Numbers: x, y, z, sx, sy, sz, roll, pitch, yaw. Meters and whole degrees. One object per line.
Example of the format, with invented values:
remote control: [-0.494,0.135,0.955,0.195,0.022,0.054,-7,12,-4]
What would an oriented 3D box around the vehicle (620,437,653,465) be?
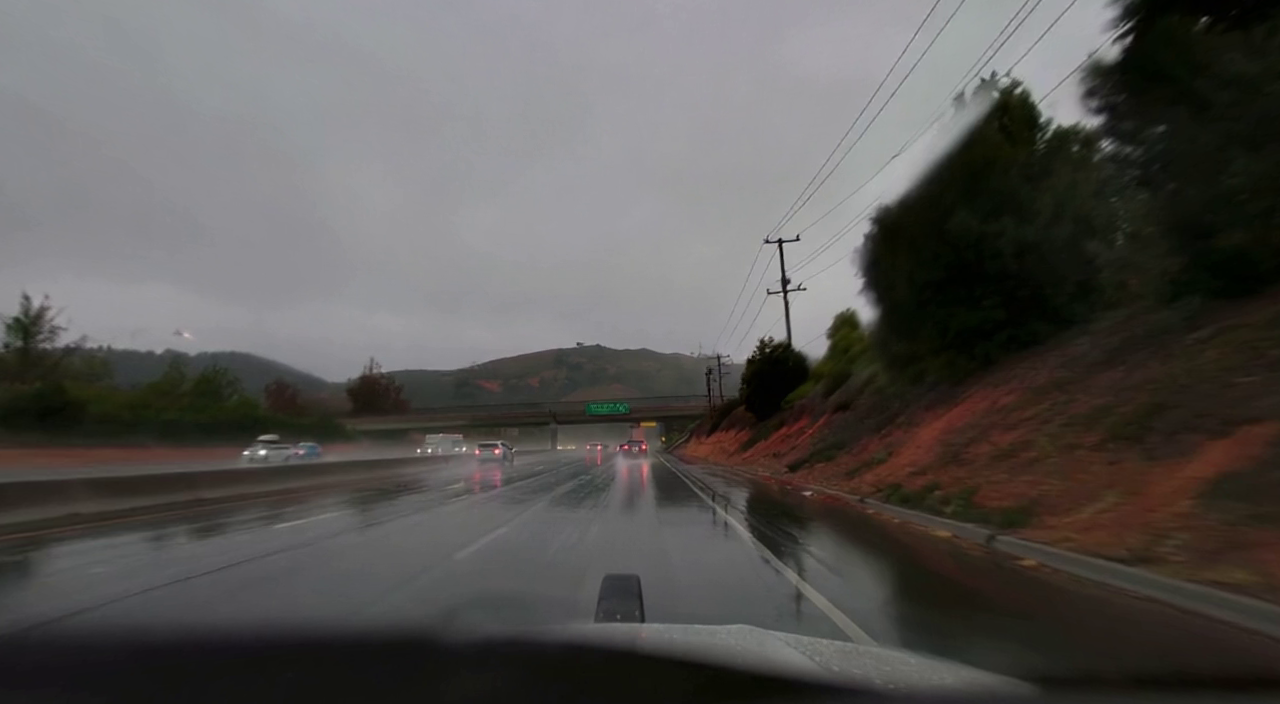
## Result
vehicle: [-0.212,6.606,42.277,2.063,1.715,4.299,0,-8,0]

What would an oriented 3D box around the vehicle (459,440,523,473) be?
vehicle: [-7.346,5.187,31.688,2.077,1.511,4.323,0,-8,1]
